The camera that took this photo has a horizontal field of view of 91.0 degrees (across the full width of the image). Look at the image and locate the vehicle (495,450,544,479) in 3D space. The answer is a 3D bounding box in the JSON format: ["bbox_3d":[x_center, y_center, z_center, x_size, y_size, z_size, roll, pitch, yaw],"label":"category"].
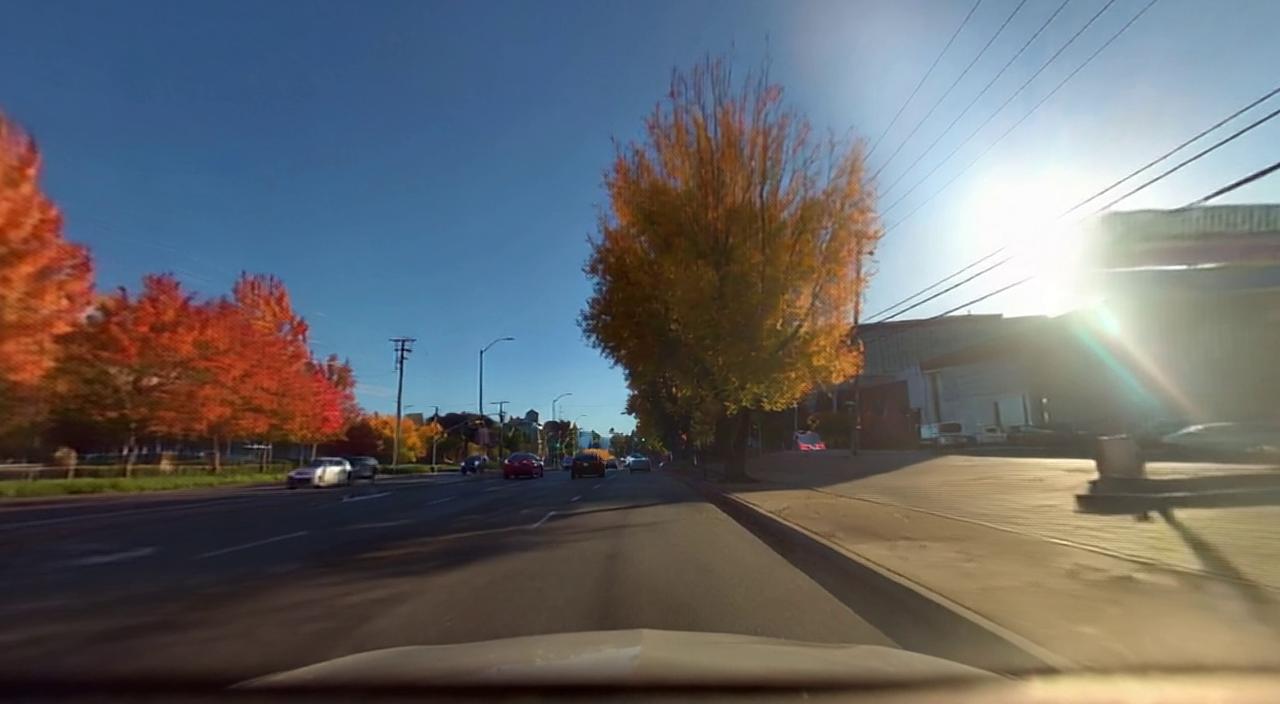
[{"bbox_3d":[-7.080,6.611,37.316,1.932,1.596,4.247,0,-9,1],"label":"vehicle"}]

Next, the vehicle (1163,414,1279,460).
[{"bbox_3d":[22.001,3.159,23.072,1.884,1.532,4.745,0,-9,5],"label":"vehicle"}]

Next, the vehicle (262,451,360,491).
[{"bbox_3d":[-13.734,4.961,26.618,1.909,1.502,4.355,1,-9,-3],"label":"vehicle"}]

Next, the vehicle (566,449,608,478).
[{"bbox_3d":[-3.245,6.984,39.665,2.085,1.663,4.513,0,-9,2],"label":"vehicle"}]
